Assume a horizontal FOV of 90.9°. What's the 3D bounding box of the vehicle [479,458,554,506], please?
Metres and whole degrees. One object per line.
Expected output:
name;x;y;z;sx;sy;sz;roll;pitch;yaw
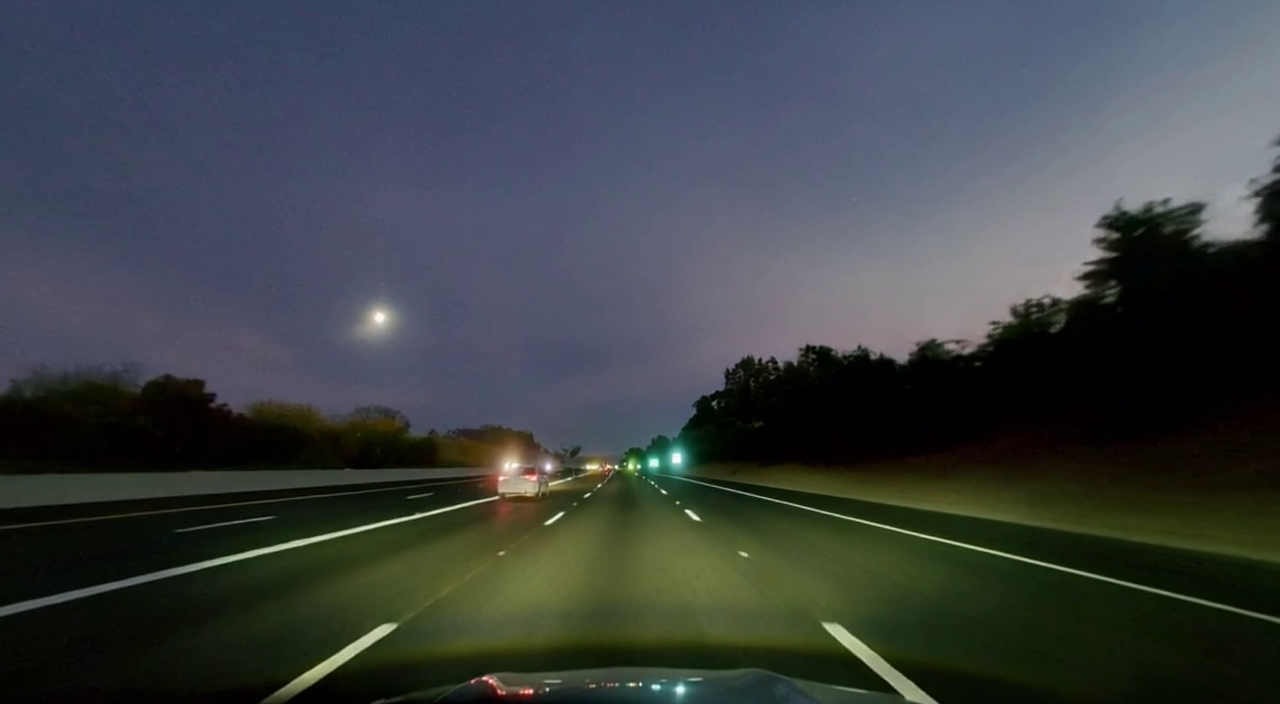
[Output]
vehicle;-4.453;4.766;23.360;2.025;1.584;3.657;1;-10;0
